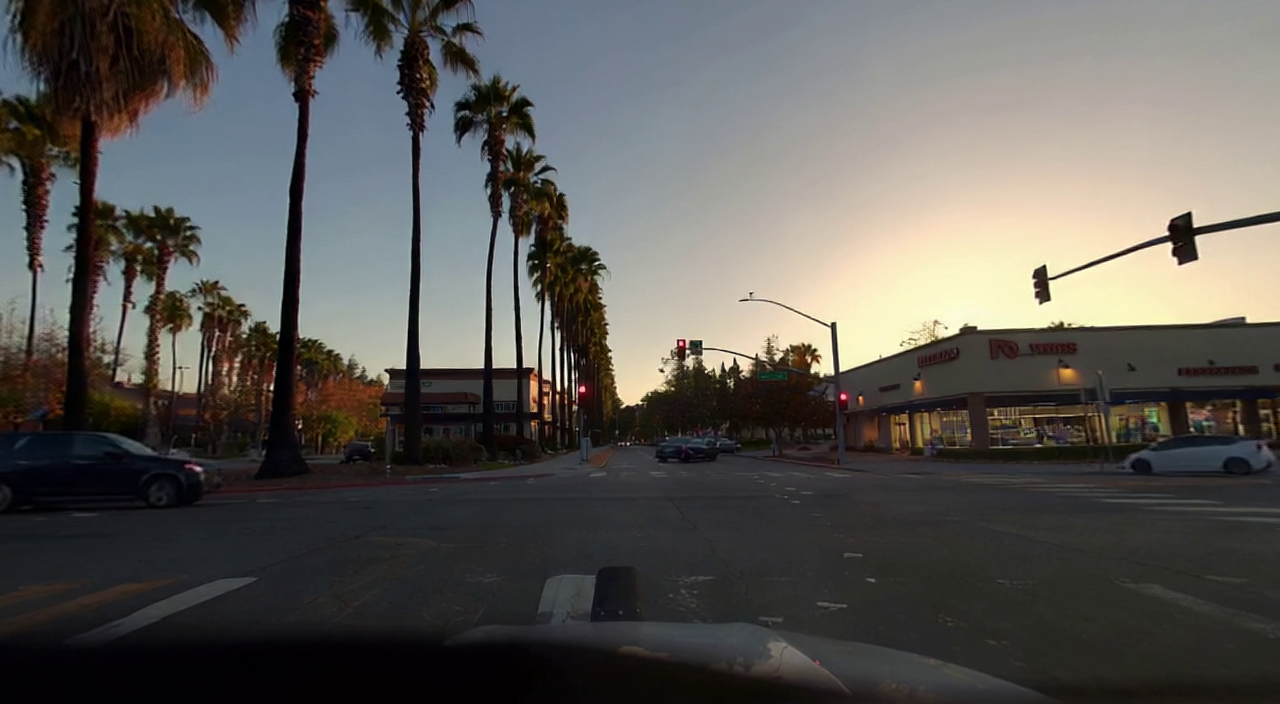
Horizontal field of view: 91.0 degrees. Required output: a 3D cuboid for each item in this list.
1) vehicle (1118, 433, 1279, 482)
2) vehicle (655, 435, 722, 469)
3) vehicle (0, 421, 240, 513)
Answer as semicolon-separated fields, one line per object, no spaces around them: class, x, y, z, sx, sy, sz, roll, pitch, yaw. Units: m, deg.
vehicle;21.648;4.015;24.126;4.722;1.717;2.000;-2;-9;15
vehicle;2.639;5.256;33.273;1.999;1.653;4.603;-4;-9;25
vehicle;-13.093;2.664;14.850;5.619;1.951;2.321;0;-8;-3
